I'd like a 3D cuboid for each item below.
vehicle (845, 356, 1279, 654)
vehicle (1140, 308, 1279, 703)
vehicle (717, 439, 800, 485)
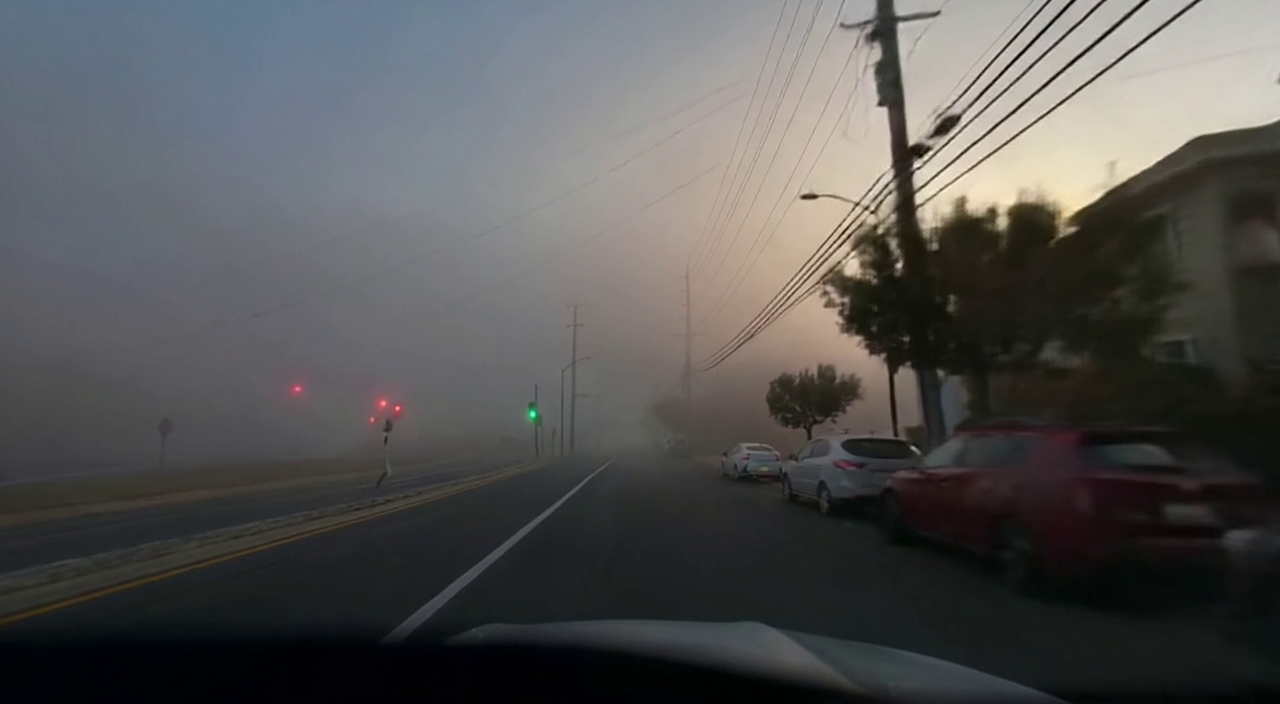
[{"bbox_3d":[4.070,1.335,6.653,2.062,1.880,5.178,0,-8,0],"label":"vehicle"},{"bbox_3d":[4.004,0.514,1.103,2.056,1.941,4.955,0,-8,-2],"label":"vehicle"},{"bbox_3d":[3.998,3.777,22.079,1.994,1.422,4.595,0,-8,0],"label":"vehicle"}]
